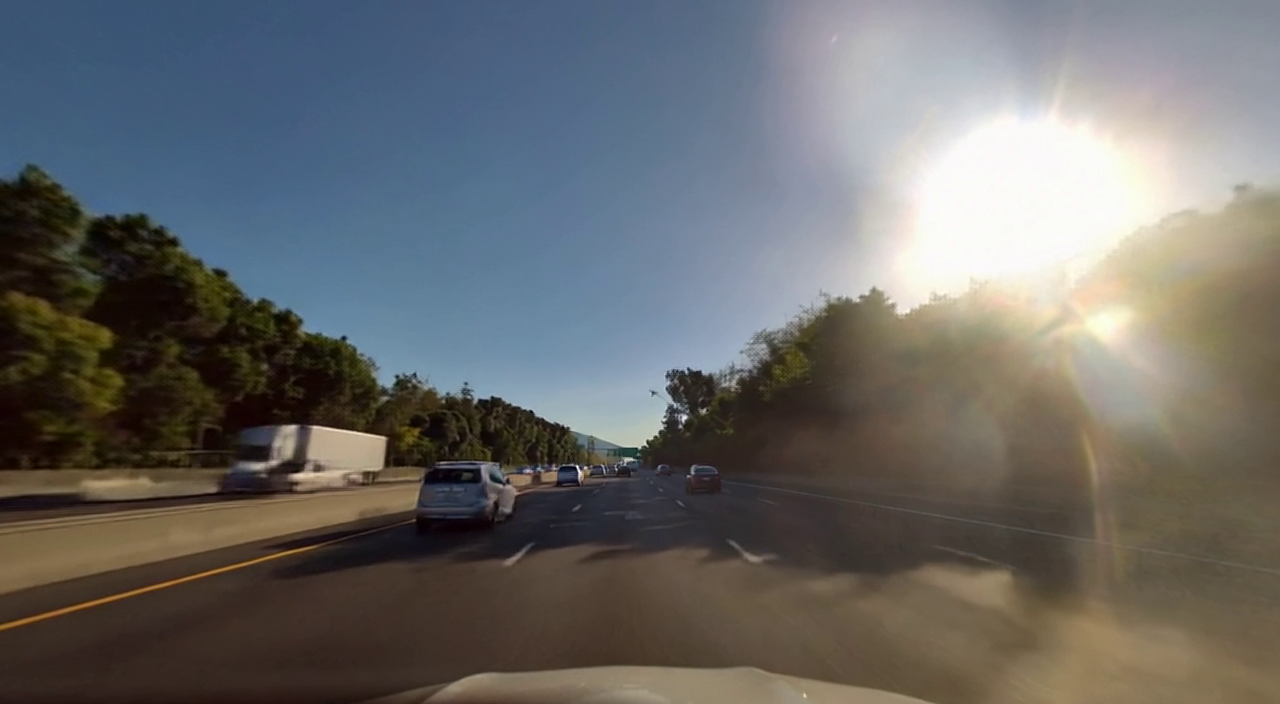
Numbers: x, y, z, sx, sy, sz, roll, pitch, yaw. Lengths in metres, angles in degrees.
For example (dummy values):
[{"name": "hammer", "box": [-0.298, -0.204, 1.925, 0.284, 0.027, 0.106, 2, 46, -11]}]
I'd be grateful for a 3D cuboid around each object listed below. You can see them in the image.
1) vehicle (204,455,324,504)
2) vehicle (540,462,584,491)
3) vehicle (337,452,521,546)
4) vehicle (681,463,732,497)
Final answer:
[{"name": "vehicle", "box": [-16.119, 5.502, 27.406, 2.185, 1.883, 4.837, 1, -11, 0]}, {"name": "vehicle", "box": [-4.259, 6.912, 35.039, 2.000, 1.484, 3.995, 1, -11, -1]}, {"name": "vehicle", "box": [-3.826, 2.804, 12.527, 2.004, 1.468, 4.812, 1, -11, 0]}, {"name": "vehicle", "box": [3.193, 6.292, 31.100, 1.981, 1.516, 4.109, 1, -11, -2]}]
